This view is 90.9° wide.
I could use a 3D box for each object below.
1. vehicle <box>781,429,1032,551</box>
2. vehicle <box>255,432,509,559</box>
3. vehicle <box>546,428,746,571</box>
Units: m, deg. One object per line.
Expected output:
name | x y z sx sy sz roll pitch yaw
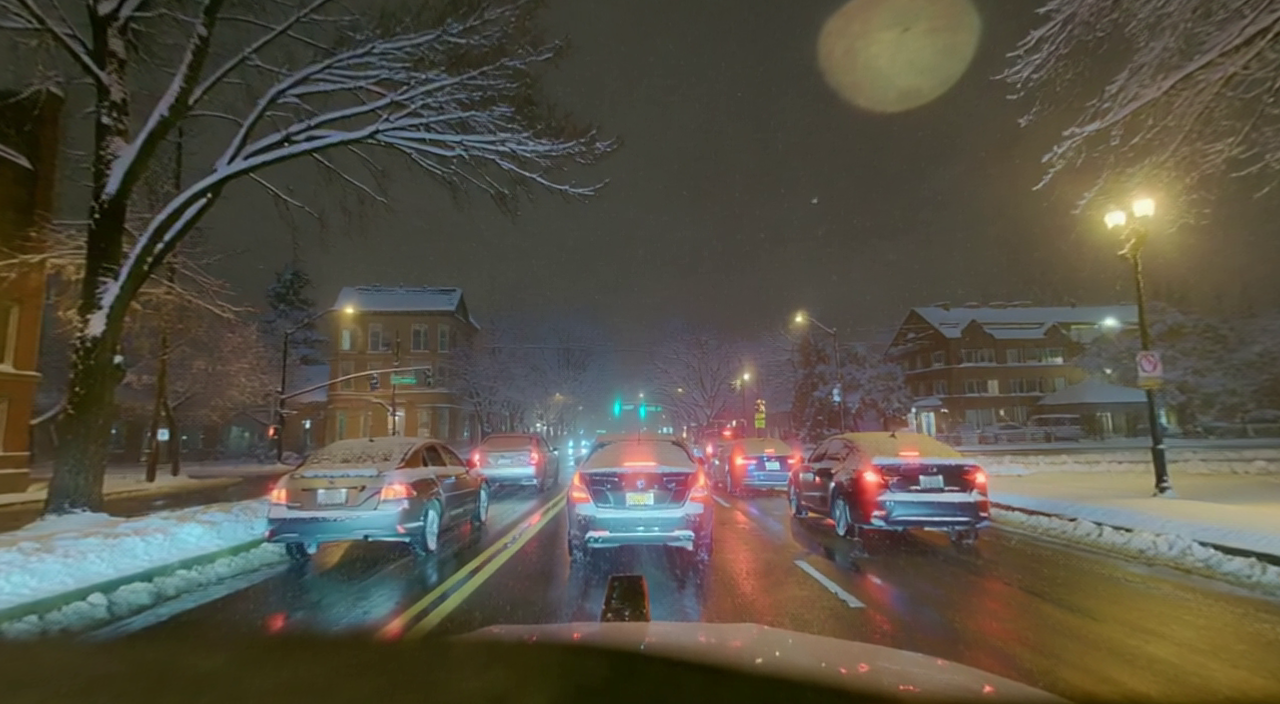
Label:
vehicle | 3.788 2.029 10.032 1.990 1.486 4.431 0 -8 -1
vehicle | -3.465 1.990 9.499 2.002 1.465 4.098 0 -8 1
vehicle | 0.045 1.848 8.679 2.101 1.480 3.929 0 -8 0
